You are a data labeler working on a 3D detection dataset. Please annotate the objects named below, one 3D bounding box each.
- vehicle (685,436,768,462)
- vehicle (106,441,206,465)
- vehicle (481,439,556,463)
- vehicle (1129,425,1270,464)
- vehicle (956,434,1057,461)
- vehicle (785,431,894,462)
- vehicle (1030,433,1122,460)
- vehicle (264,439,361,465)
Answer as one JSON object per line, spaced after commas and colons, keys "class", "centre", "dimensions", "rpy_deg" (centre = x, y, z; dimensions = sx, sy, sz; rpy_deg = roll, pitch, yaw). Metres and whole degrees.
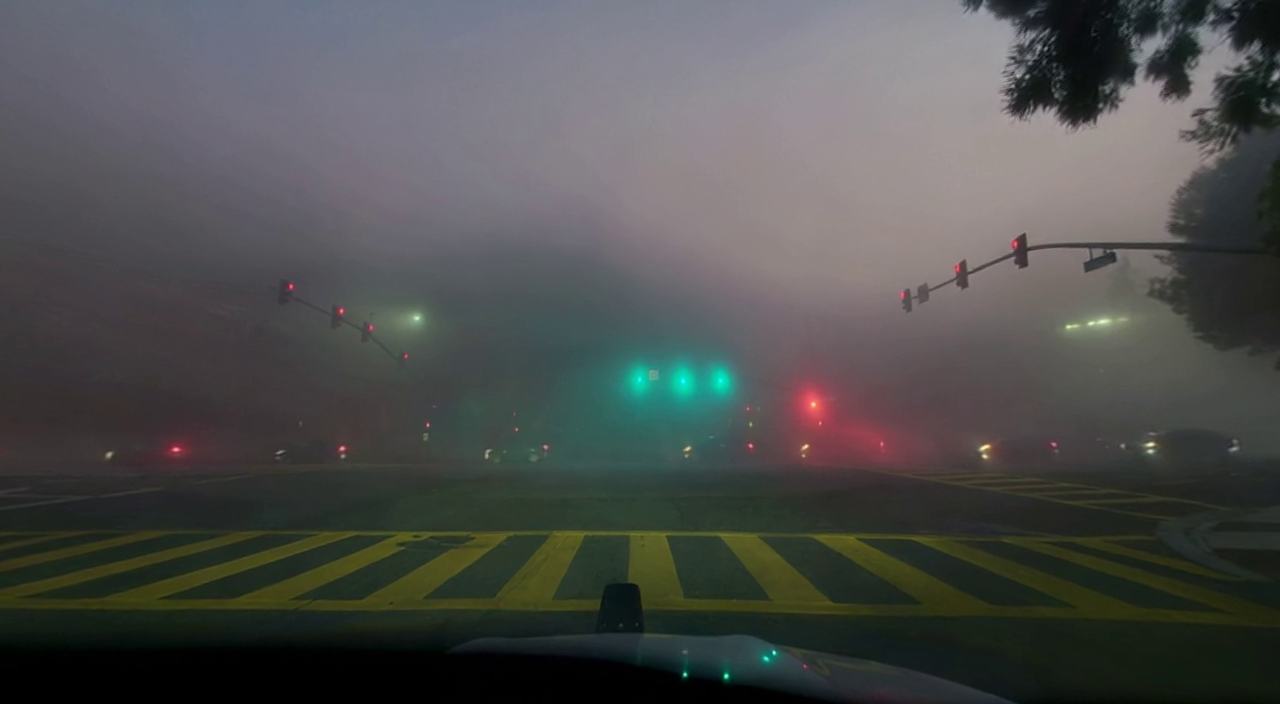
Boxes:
{"class": "vehicle", "centre": [4.964, 5.640, 36.752], "dimensions": [4.519, 1.476, 1.767], "rpy_deg": [0, -9, 0]}
{"class": "vehicle", "centre": [-30.793, 6.424, 40.299], "dimensions": [4.759, 1.445, 1.865], "rpy_deg": [0, -9, 0]}
{"class": "vehicle", "centre": [-7.724, 6.311, 40.372], "dimensions": [4.443, 1.472, 1.794], "rpy_deg": [0, -9, 0]}
{"class": "vehicle", "centre": [26.870, 4.483, 30.473], "dimensions": [4.662, 1.764, 2.064], "rpy_deg": [-1, -9, 2]}
{"class": "vehicle", "centre": [21.399, 5.596, 36.997], "dimensions": [4.724, 1.452, 1.870], "rpy_deg": [0, -9, 0]}
{"class": "vehicle", "centre": [12.497, 5.970, 39.973], "dimensions": [6.133, 1.833, 2.155], "rpy_deg": [0, -9, 0]}
{"class": "vehicle", "centre": [27.927, 6.064, 40.547], "dimensions": [4.488, 1.667, 1.869], "rpy_deg": [0, -9, 0]}
{"class": "vehicle", "centre": [-18.962, 5.790, 36.682], "dimensions": [4.631, 1.435, 1.715], "rpy_deg": [0, -9, 0]}
